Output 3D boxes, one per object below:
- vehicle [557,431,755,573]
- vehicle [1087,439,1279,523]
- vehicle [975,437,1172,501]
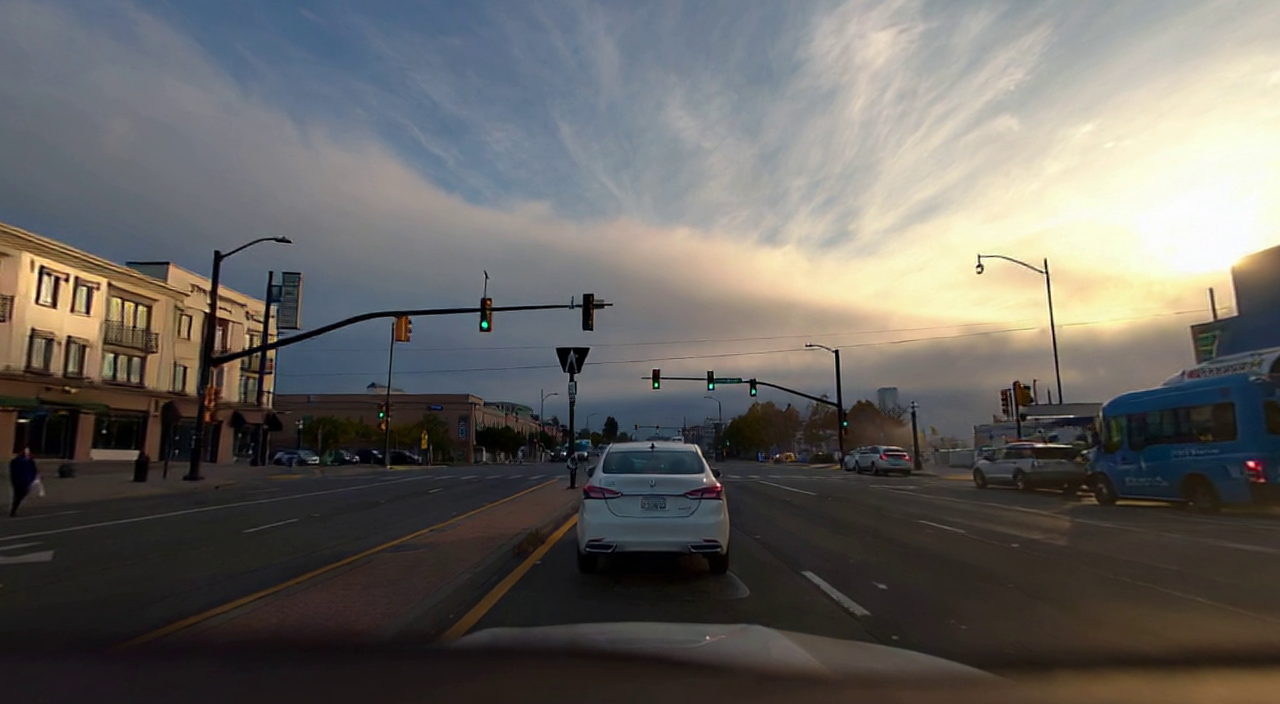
[{"bbox_3d":[0.139,1.904,8.816,2.067,1.471,4.241,0,-9,-1],"label":"vehicle"},{"bbox_3d":[14.178,3.088,15.774,2.235,1.721,5.230,0,-9,1],"label":"vehicle"},{"bbox_3d":[14.063,3.820,21.162,2.309,1.819,5.793,0,-9,-2],"label":"vehicle"}]
